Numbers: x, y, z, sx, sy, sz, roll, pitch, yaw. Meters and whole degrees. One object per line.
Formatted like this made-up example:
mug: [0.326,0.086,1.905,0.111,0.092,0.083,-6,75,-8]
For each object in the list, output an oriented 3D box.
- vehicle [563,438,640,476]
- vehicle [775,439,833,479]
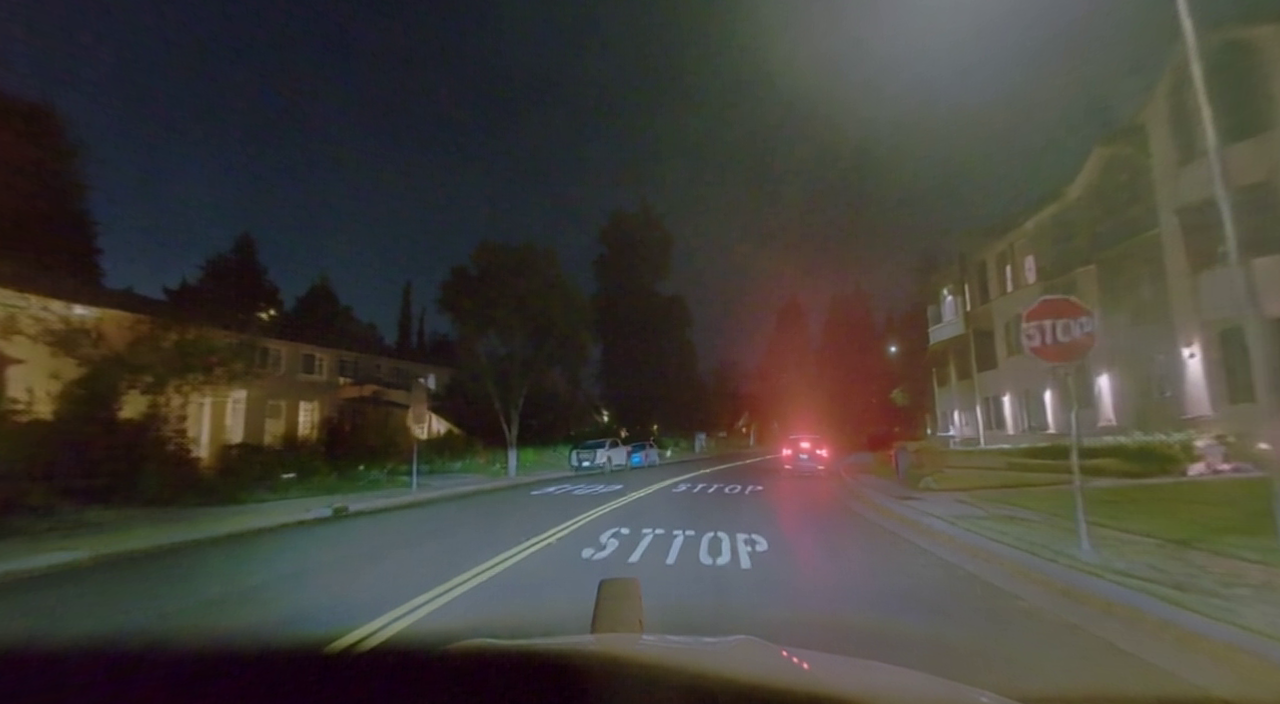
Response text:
vehicle: [-1.790,5.129,31.219,2.030,1.696,4.828,-3,-9,19]
vehicle: [6.969,4.431,26.505,2.045,1.478,4.914,-3,-9,17]
